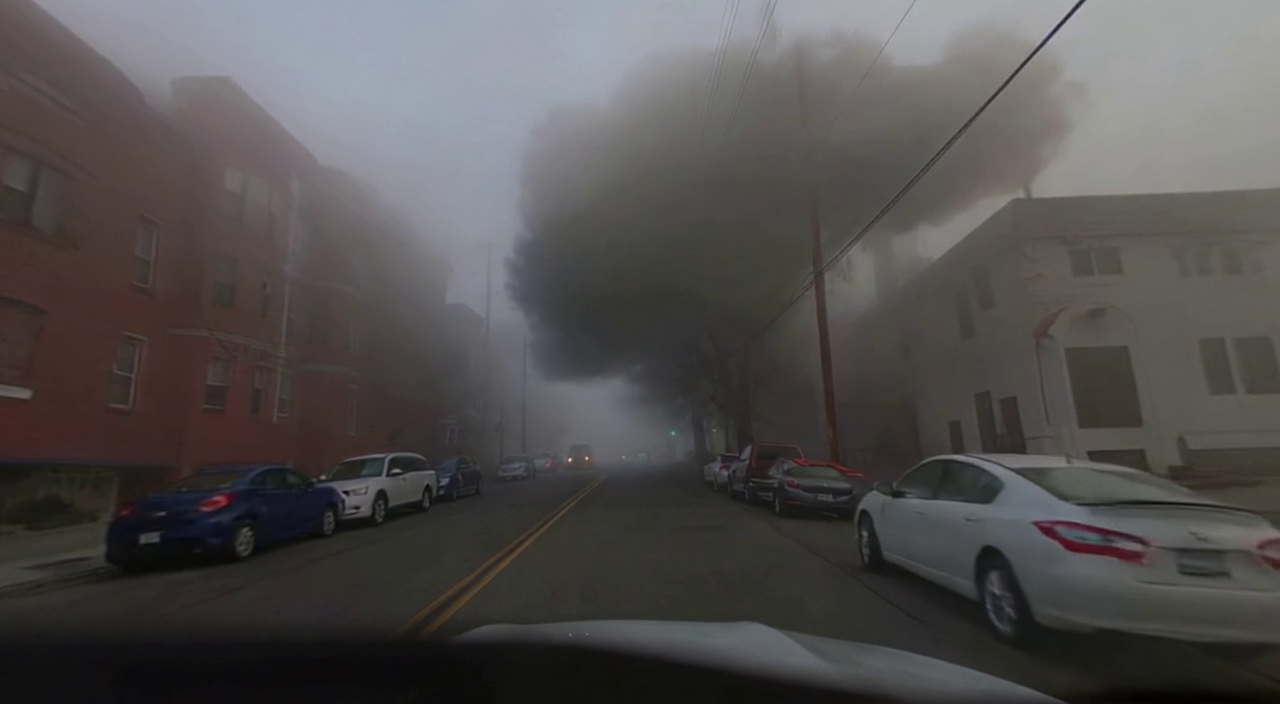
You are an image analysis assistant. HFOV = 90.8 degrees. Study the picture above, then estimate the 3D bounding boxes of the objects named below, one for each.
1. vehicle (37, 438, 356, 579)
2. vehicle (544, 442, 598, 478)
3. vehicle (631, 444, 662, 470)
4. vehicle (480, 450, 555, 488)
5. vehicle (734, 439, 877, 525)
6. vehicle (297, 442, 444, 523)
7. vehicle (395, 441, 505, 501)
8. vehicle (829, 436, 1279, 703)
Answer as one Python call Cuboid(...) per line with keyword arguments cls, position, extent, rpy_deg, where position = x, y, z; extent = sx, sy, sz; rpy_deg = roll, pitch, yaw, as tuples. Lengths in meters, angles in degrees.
Cuboid(cls="vehicle", position=(-6.774, 2.370, 10.598), extent=(1.930, 1.756, 4.955), rpy_deg=(0, -9, -3))
Cuboid(cls="vehicle", position=(-3.723, 5.939, 34.982), extent=(2.236, 1.834, 4.743), rpy_deg=(-1, -9, 3))
Cuboid(cls="vehicle", position=(0.407, 7.477, 44.991), extent=(2.059, 1.736, 3.994), rpy_deg=(0, -9, -1))
Cuboid(cls="vehicle", position=(-5.557, 5.152, 28.236), extent=(1.994, 1.510, 4.802), rpy_deg=(4, -10, -27))
Cuboid(cls="vehicle", position=(3.370, 2.732, 13.838), extent=(1.895, 1.553, 4.235), rpy_deg=(0, -9, -1))
Cuboid(cls="vehicle", position=(-6.706, 3.249, 16.343), extent=(1.925, 1.759, 4.396), rpy_deg=(0, -9, -1))
Cuboid(cls="vehicle", position=(-6.703, 4.244, 23.177), extent=(2.263, 1.882, 5.706), rpy_deg=(0, -9, 0))
Cuboid(cls="vehicle", position=(3.305, 1.507, 5.458), extent=(1.885, 1.464, 4.466), rpy_deg=(0, -9, -1))
